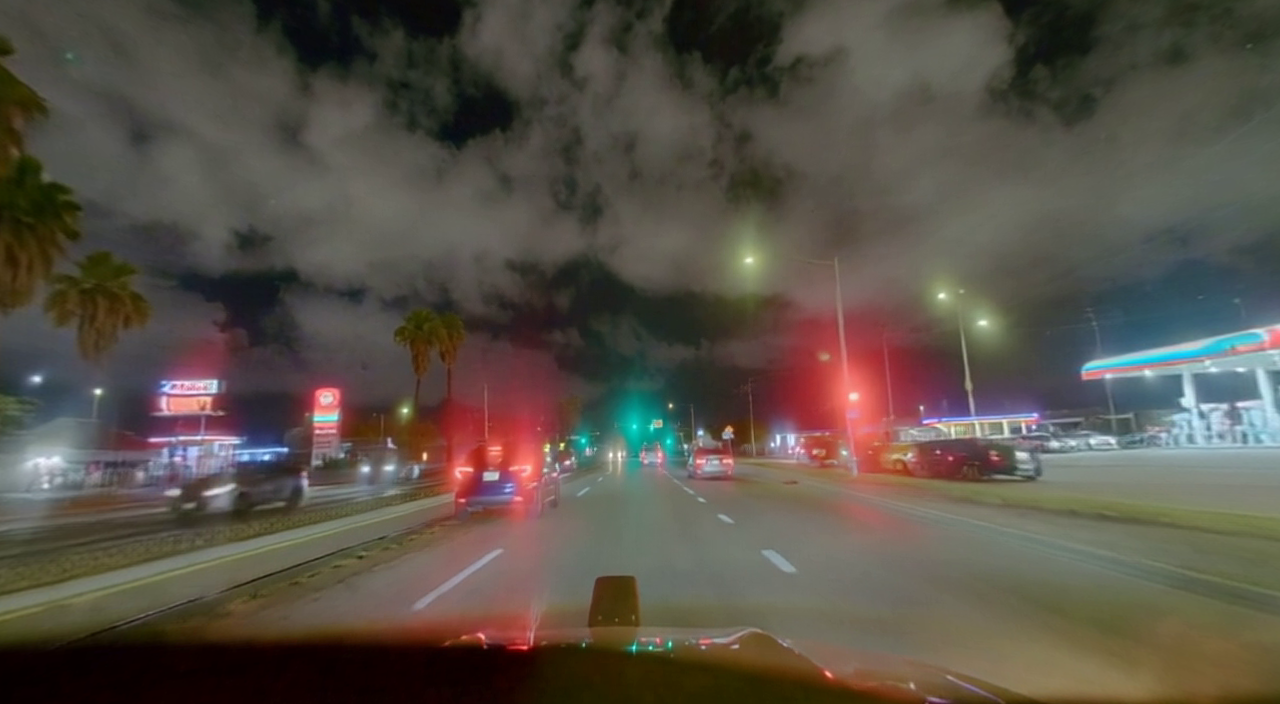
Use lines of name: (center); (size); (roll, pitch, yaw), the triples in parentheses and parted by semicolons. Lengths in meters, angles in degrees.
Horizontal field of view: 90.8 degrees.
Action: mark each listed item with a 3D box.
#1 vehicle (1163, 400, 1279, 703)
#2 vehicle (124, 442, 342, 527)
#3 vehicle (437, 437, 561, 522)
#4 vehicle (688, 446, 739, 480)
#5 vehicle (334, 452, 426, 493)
vehicle: (3.479, 0.681, 0.830); (1.987, 1.474, 4.198); (0, -9, 1)
vehicle: (-10.232, 3.327, 16.536); (2.169, 1.853, 4.853); (-1, -9, 5)
vehicle: (-2.857, 2.669, 13.769); (2.021, 1.550, 4.090); (0, -9, -4)
vehicle: (3.372, 5.198, 29.807); (1.889, 1.448, 4.262); (0, -9, 0)
vehicle: (-11.371, 5.291, 28.042); (1.940, 1.550, 4.525); (0, -8, 3)
